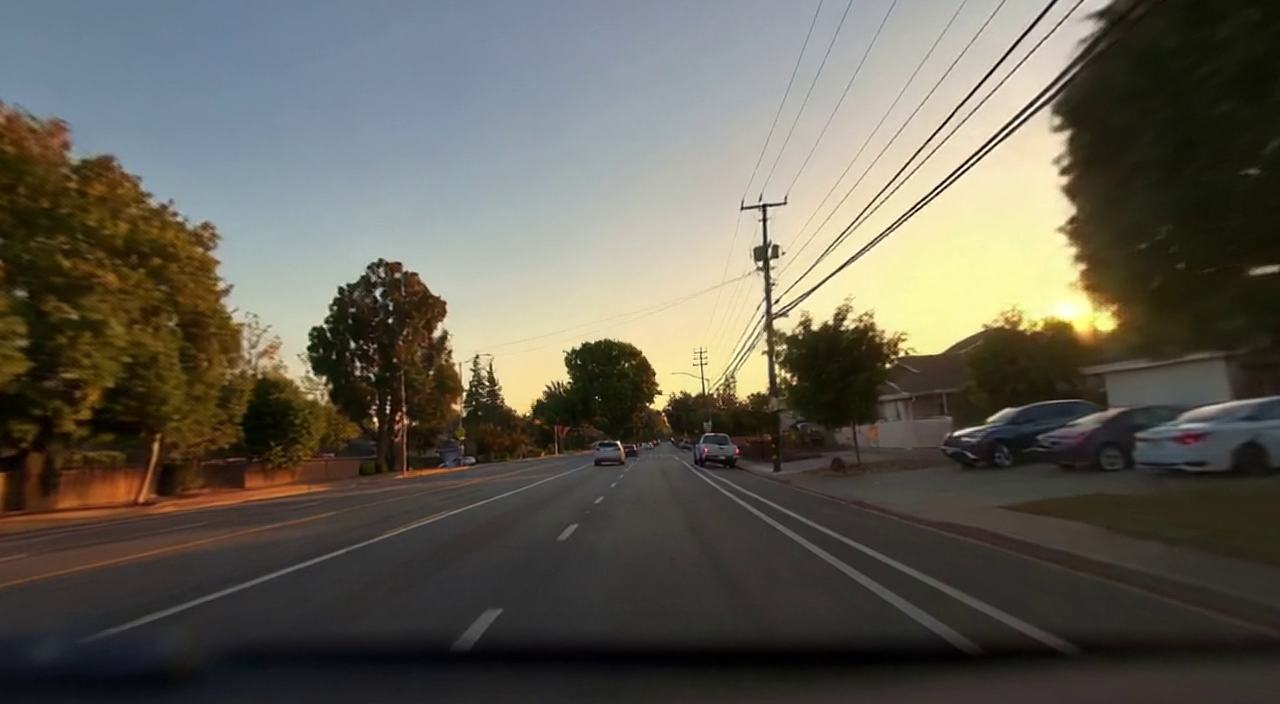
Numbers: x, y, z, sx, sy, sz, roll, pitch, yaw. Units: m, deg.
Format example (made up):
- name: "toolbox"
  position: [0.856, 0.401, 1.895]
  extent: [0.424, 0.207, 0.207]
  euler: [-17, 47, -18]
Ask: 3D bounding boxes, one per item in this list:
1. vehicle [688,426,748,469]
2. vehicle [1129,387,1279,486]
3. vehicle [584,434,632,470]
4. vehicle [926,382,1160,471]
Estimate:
- name: "vehicle"
  position: [4.219, 5.354, 35.294]
  extent: [2.622, 2.137, 6.267]
  euler: [1, -9, 1]
- name: "vehicle"
  position: [12.336, 1.415, 11.748]
  extent: [4.719, 1.553, 1.889]
  euler: [-5, -8, 0]
- name: "vehicle"
  position: [-1.722, 5.633, 35.694]
  extent: [2.327, 1.861, 4.941]
  euler: [-1, -9, 2]
- name: "vehicle"
  position: [11.290, 2.153, 18.002]
  extent: [5.042, 1.803, 2.134]
  euler: [-7, -9, 0]
